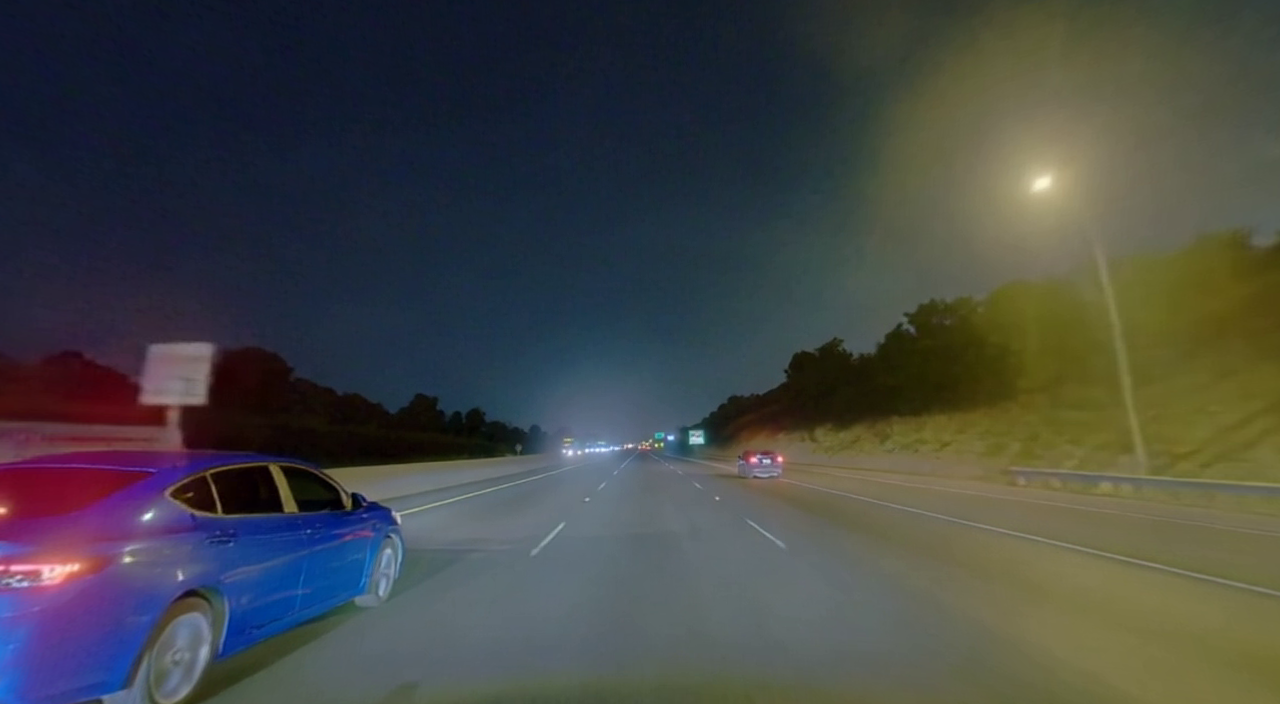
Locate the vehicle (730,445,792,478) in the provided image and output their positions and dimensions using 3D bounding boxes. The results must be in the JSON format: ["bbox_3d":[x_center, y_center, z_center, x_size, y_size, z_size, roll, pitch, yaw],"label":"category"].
[{"bbox_3d":[5.656,5.162,29.941,1.967,1.472,3.751,0,-9,-3],"label":"vehicle"}]

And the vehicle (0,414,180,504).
[{"bbox_3d":[-29.552,5.223,31.024,2.869,3.885,14.559,0,-9,0],"label":"vehicle"}]
